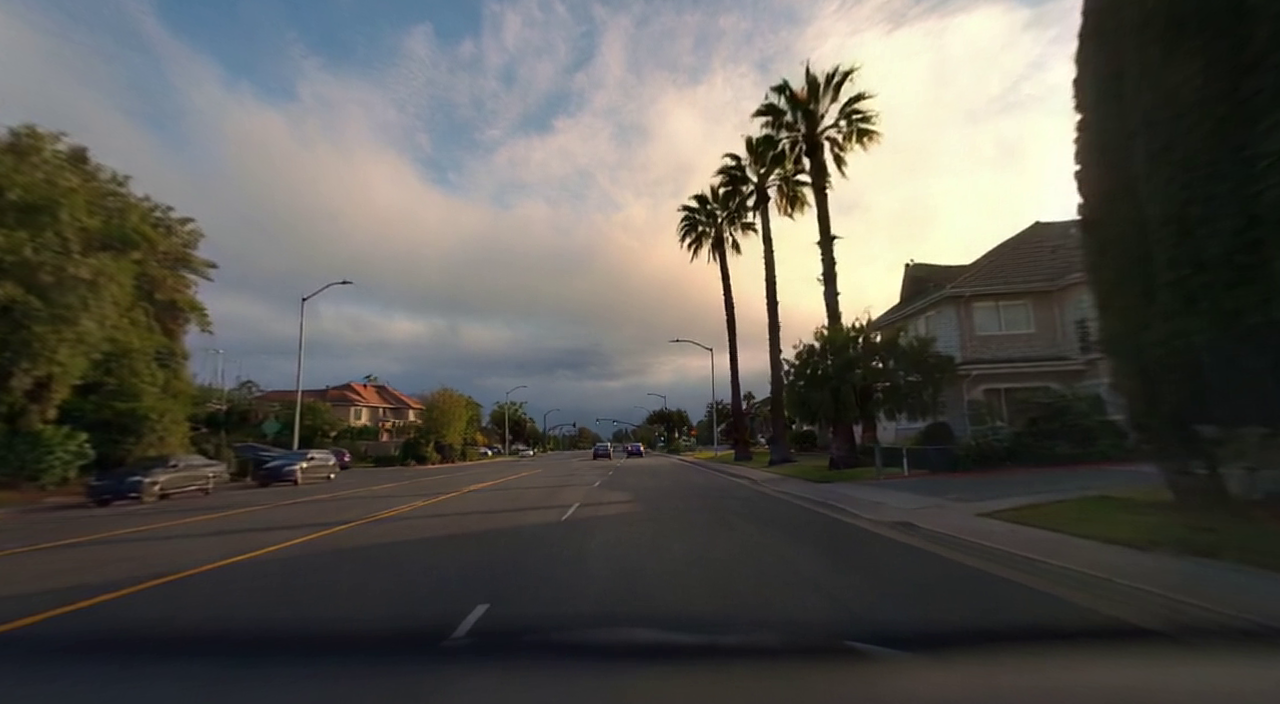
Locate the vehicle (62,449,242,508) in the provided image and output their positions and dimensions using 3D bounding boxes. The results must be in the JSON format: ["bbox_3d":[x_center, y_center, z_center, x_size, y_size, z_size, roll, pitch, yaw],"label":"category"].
[{"bbox_3d":[-14.229,3.678,18.853,1.883,1.496,4.445,0,-9,-1],"label":"vehicle"}]

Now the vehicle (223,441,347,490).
[{"bbox_3d":[-14.350,4.601,26.027,2.143,1.808,5.265,0,-9,-1],"label":"vehicle"}]
